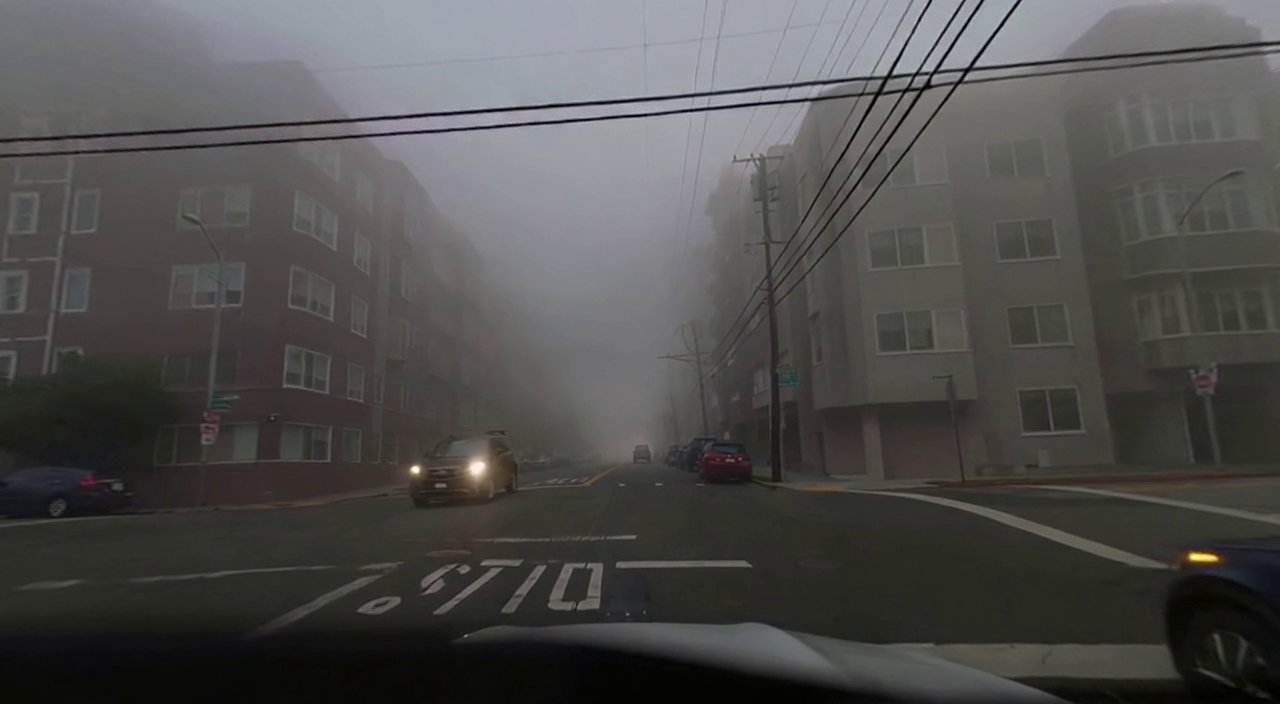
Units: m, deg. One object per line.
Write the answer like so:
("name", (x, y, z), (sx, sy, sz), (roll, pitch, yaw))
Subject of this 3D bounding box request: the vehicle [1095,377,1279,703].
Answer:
("vehicle", (3.477, 0.753, 1.225), (1.994, 1.697, 4.274), (-1, -9, 1))

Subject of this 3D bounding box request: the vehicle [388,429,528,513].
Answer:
("vehicle", (-4.429, 2.995, 16.254), (2.201, 1.801, 4.750), (0, -9, 0))

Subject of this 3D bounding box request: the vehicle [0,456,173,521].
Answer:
("vehicle", (-17.367, 3.994, 18.678), (5.354, 1.773, 1.991), (0, -9, 0))

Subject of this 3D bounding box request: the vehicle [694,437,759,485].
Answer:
("vehicle", (3.584, 4.628, 26.988), (2.164, 1.721, 4.416), (-4, -9, 1))
